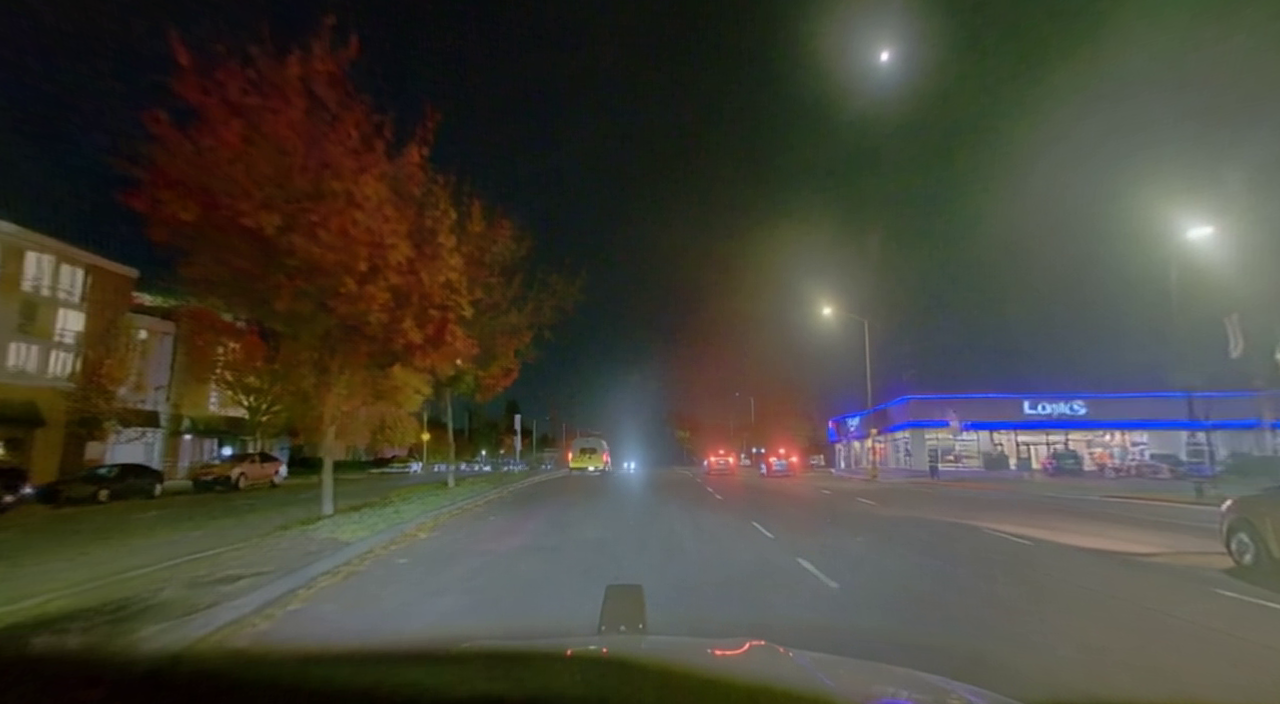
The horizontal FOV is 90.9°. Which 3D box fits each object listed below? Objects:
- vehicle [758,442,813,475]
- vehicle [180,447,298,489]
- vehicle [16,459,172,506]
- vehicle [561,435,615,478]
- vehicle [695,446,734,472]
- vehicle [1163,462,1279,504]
[{"bbox_3d":[8.086,5.937,35.475,2.040,1.738,4.414,0,-8,0],"label":"vehicle"},{"bbox_3d":[-18.781,5.407,29.924,1.914,1.785,5.408,0,-8,2],"label":"vehicle"},{"bbox_3d":[-18.841,4.489,22.056,1.737,1.349,4.014,0,-8,3],"label":"vehicle"},{"bbox_3d":[-2.367,4.930,30.067,2.344,1.863,4.665,0,-8,-2],"label":"vehicle"},{"bbox_3d":[4.486,6.536,38.733,1.886,1.464,4.290,0,-8,0],"label":"vehicle"},{"bbox_3d":[28.022,6.047,29.262,5.680,1.772,2.071,0,-8,-2],"label":"vehicle"}]
